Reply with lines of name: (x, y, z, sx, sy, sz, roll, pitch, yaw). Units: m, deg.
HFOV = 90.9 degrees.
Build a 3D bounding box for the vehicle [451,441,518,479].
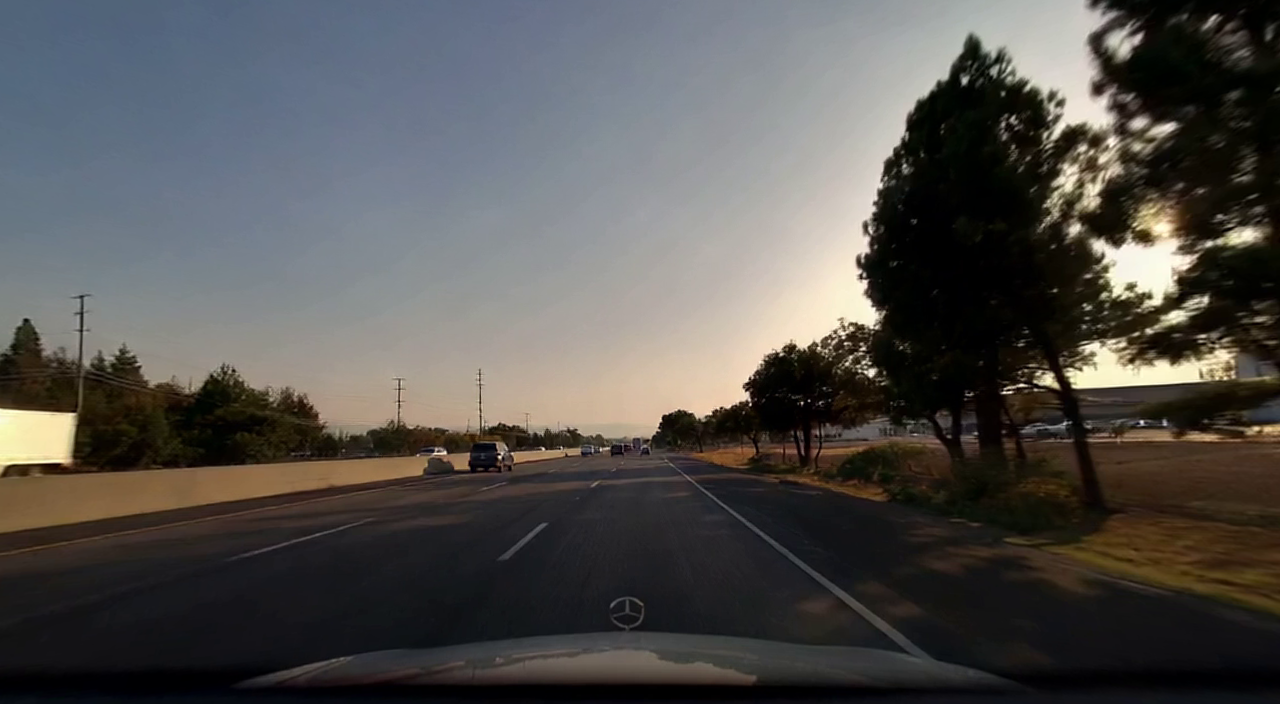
vehicle: (-7.361, 5.128, 30.287, 2.021, 1.699, 4.324, 0, -8, 1)
